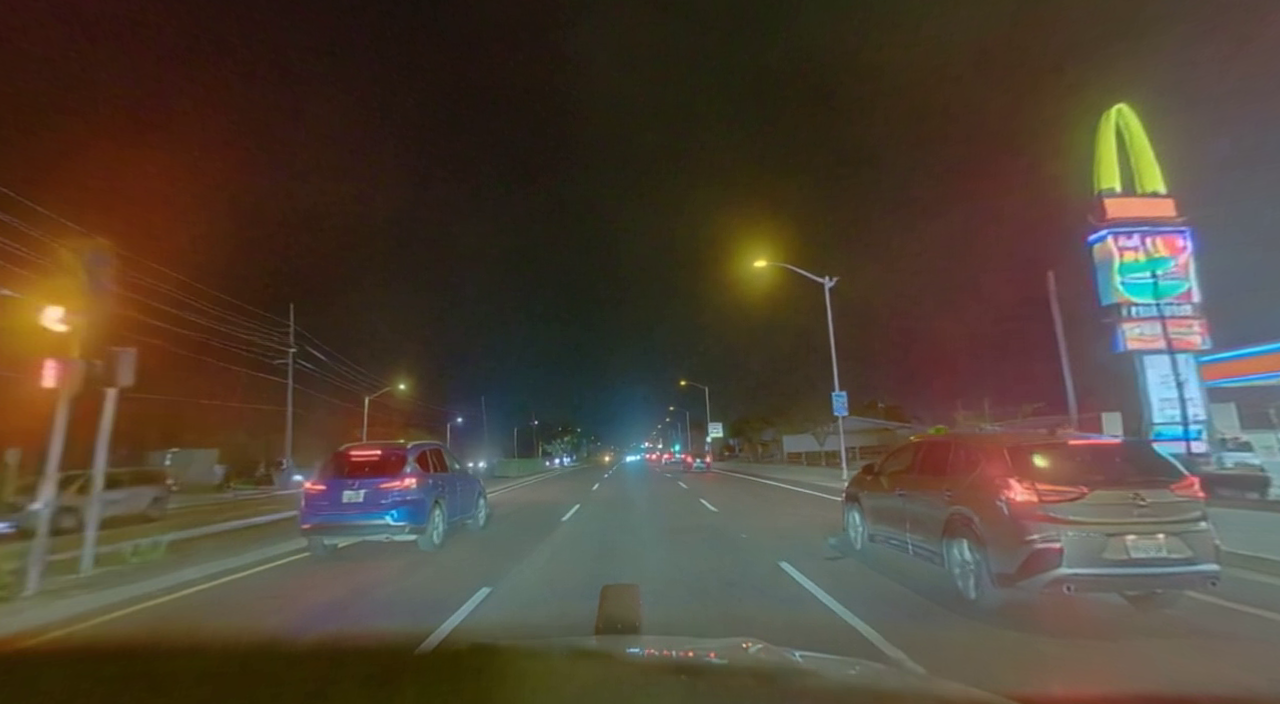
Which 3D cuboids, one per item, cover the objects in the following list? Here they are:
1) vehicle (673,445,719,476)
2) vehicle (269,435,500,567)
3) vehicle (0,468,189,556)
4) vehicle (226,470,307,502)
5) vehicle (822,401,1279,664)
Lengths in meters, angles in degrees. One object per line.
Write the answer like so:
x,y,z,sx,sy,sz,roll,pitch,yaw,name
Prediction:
3.240,6.366,37.256,2.066,1.699,4.419,0,-9,-3,vehicle
-3.639,2.162,9.954,1.935,1.617,4.045,0,-8,0,vehicle
-14.436,3.871,15.971,2.014,1.616,5.527,0,-8,-1,vehicle
-21.283,7.650,36.269,1.852,1.484,4.507,0,-8,1,vehicle
3.564,1.476,6.322,2.085,1.655,4.459,0,-8,-1,vehicle
